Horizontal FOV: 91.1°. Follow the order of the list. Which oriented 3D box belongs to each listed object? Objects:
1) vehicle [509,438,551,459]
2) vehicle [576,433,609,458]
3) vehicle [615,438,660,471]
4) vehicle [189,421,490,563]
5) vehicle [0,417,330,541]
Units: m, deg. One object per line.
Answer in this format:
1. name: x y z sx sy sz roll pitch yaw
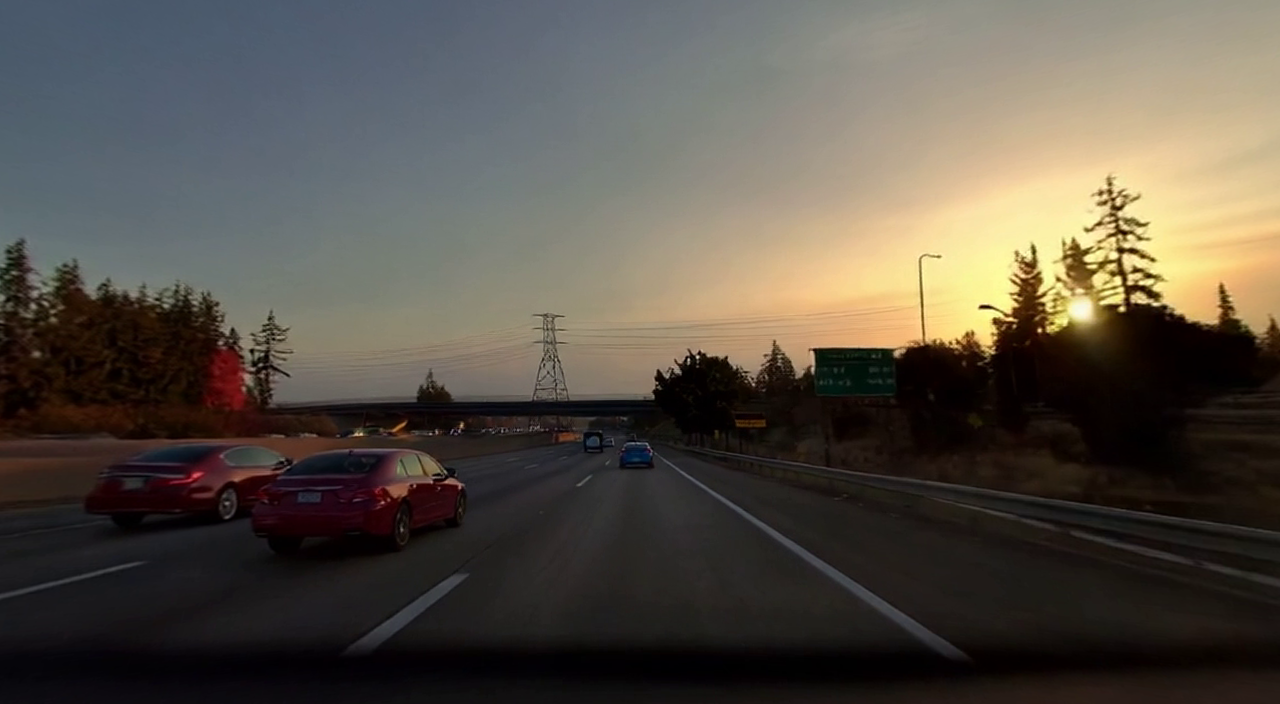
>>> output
1. vehicle: -7.916 6.991 45.563 2.053 1.486 5.050 0 -8 1
2. vehicle: -3.587 7.107 47.754 2.174 1.806 3.932 0 -8 1
3. vehicle: -0.117 4.812 29.609 1.954 1.460 3.983 0 -8 -1
4. vehicle: -3.790 1.846 9.108 2.035 1.514 4.600 0 -8 1
5. vehicle: -7.481 2.020 10.664 1.968 1.614 4.674 0 -8 1
